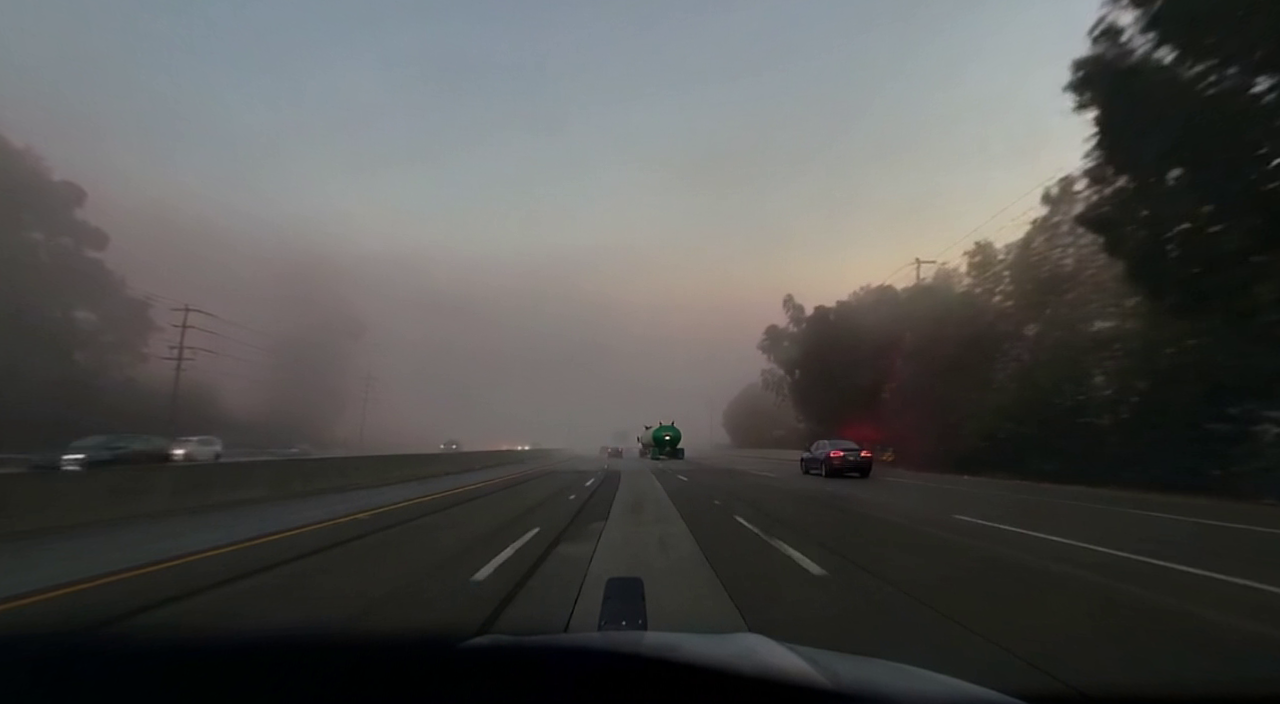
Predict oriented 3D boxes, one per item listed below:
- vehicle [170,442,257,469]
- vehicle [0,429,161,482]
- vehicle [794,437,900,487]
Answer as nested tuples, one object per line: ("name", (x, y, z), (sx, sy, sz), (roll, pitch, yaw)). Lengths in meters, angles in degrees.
("vehicle", (-25.347, 6.162, 37.711), (2.173, 1.484, 4.570), (0, -8, -2))
("vehicle", (-21.411, 3.959, 24.318), (2.046, 1.806, 4.883), (0, -8, -1))
("vehicle", (6.806, 3.656, 21.358), (1.905, 1.480, 4.624), (0, -8, -2))
